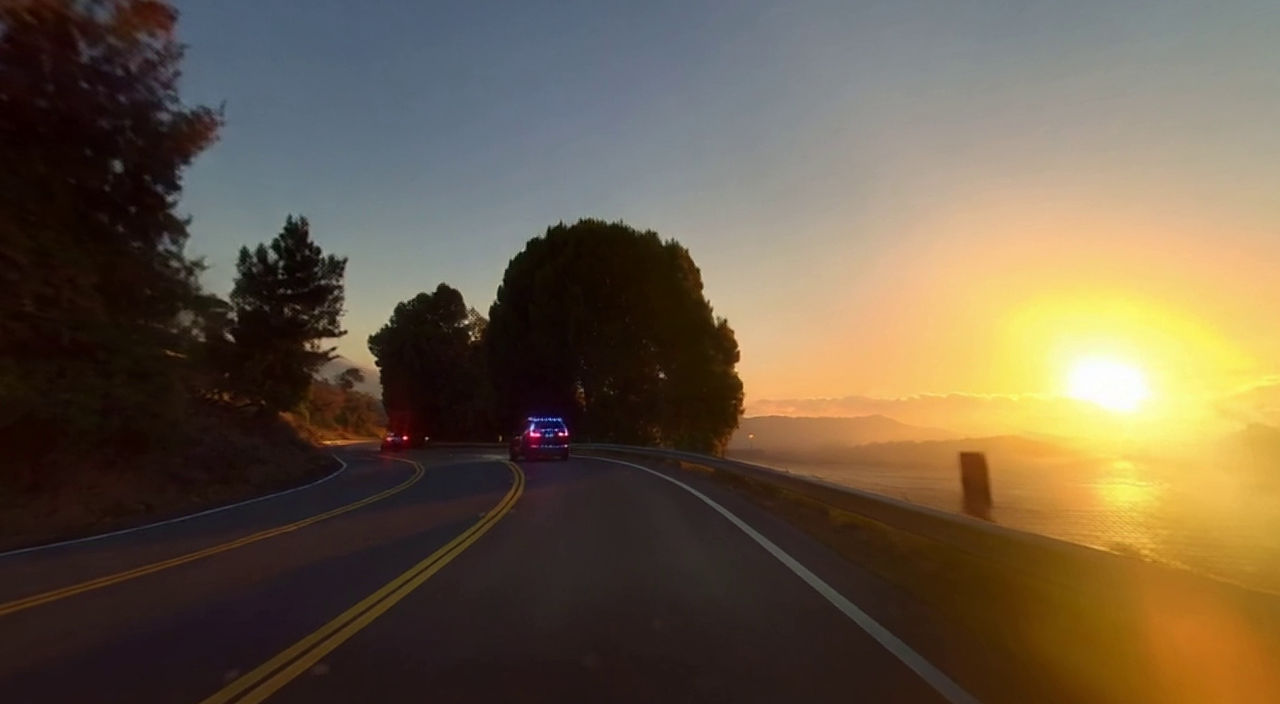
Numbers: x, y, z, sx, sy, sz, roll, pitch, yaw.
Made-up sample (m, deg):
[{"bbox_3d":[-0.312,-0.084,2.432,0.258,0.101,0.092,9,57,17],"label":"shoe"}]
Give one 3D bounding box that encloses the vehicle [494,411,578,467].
[{"bbox_3d":[-4.394,3.565,25.746,2.500,1.961,5.637,1,-8,-18],"label":"vehicle"}]
